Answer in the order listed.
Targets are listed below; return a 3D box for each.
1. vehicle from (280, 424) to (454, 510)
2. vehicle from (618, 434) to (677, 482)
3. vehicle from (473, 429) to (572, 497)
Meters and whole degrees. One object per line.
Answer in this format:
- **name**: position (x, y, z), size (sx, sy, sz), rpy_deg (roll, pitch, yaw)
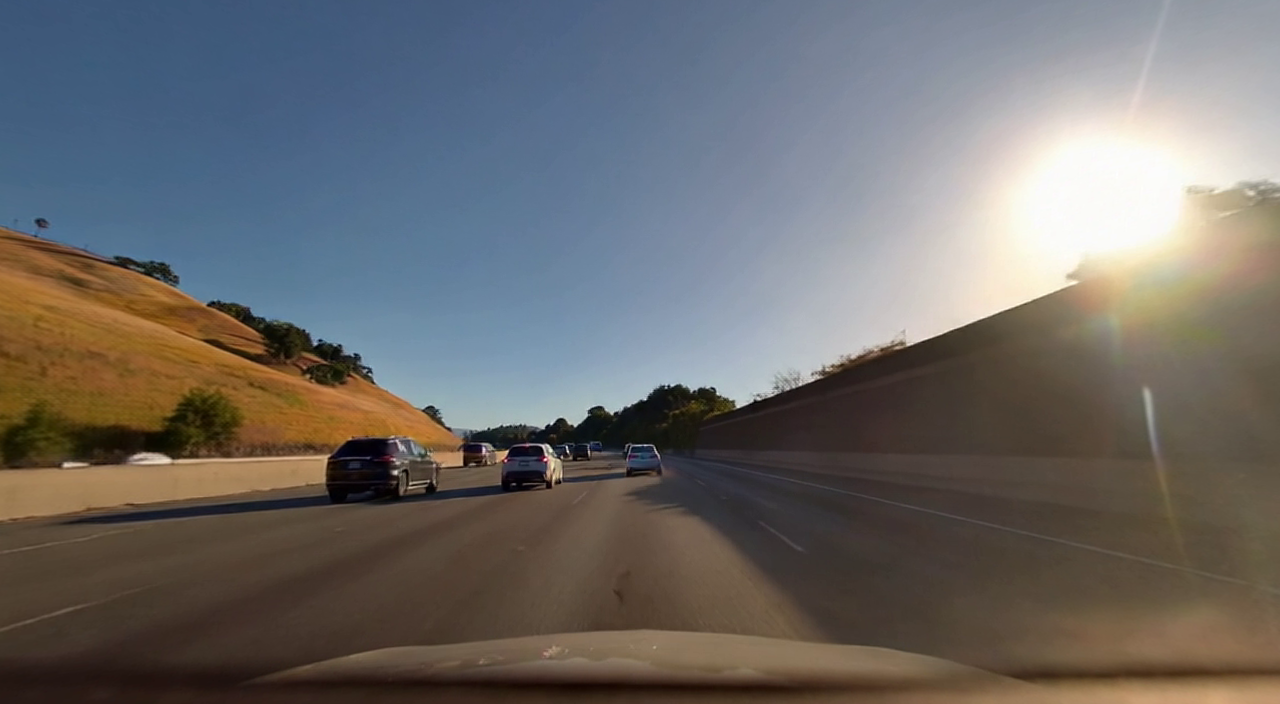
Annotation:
- **vehicle**: position (-6.790, 2.930, 16.544), size (2.108, 1.856, 5.214), rpy_deg (0, -9, 2)
- **vehicle**: position (0.264, 4.381, 26.208), size (2.233, 1.804, 4.273), rpy_deg (0, -9, 0)
- **vehicle**: position (-3.433, 3.354, 19.395), size (2.093, 1.820, 4.506), rpy_deg (0, -9, 1)
